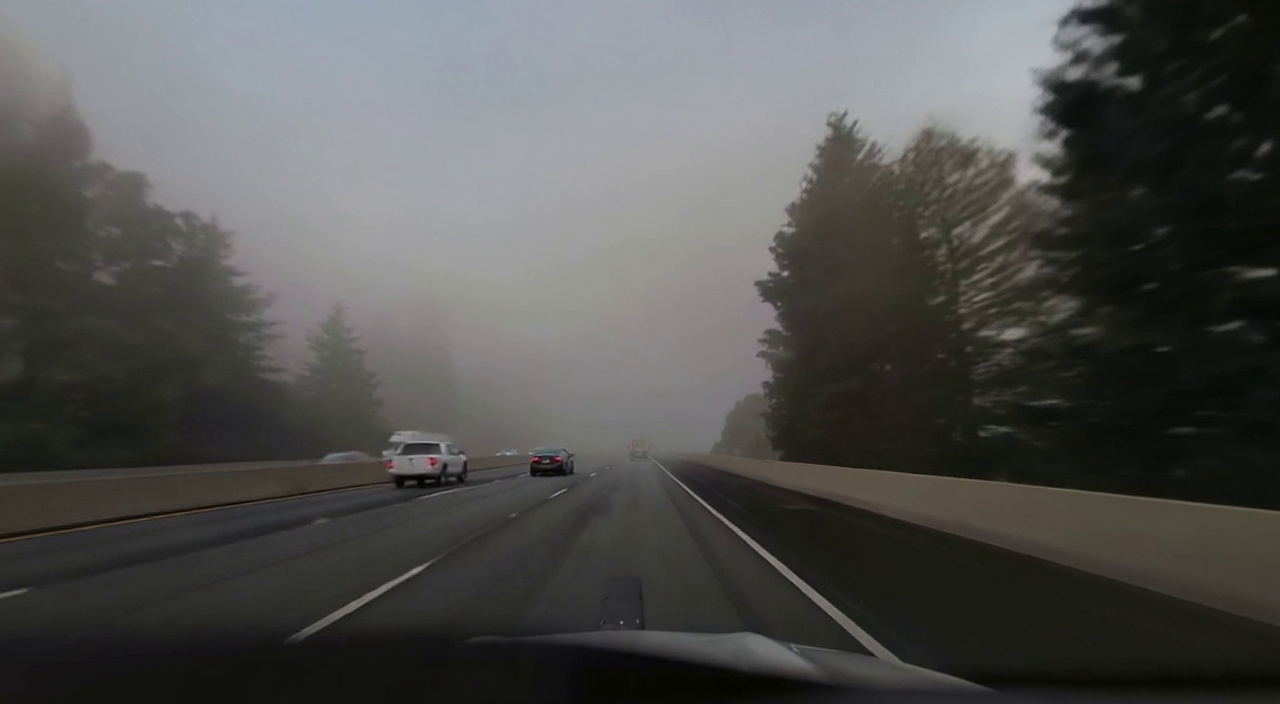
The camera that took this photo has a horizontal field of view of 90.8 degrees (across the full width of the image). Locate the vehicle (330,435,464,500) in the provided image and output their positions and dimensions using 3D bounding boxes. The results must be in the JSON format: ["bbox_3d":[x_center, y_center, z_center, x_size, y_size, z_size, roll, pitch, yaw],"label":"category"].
[{"bbox_3d":[-7.258,3.502,19.566,2.173,1.722,4.869,0,-9,0],"label":"vehicle"}]

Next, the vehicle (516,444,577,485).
[{"bbox_3d":[-3.753,4.565,25.861,1.893,1.521,3.742,0,-9,0],"label":"vehicle"}]
